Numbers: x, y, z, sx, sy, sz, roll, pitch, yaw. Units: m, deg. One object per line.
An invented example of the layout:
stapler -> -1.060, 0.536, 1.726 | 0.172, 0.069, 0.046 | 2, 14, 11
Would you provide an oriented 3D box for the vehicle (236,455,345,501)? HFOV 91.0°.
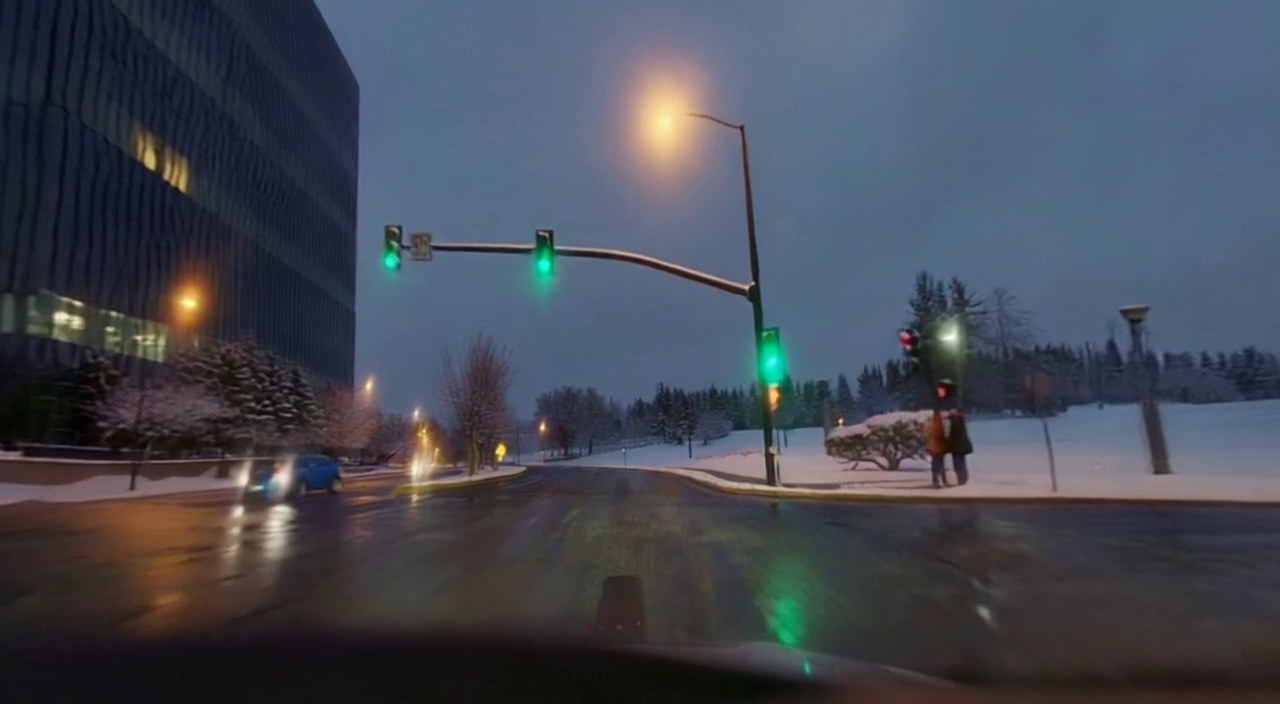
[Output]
vehicle -> -12.878, 4.629, 23.562 | 1.906, 1.502, 4.396 | 1, -9, -5
